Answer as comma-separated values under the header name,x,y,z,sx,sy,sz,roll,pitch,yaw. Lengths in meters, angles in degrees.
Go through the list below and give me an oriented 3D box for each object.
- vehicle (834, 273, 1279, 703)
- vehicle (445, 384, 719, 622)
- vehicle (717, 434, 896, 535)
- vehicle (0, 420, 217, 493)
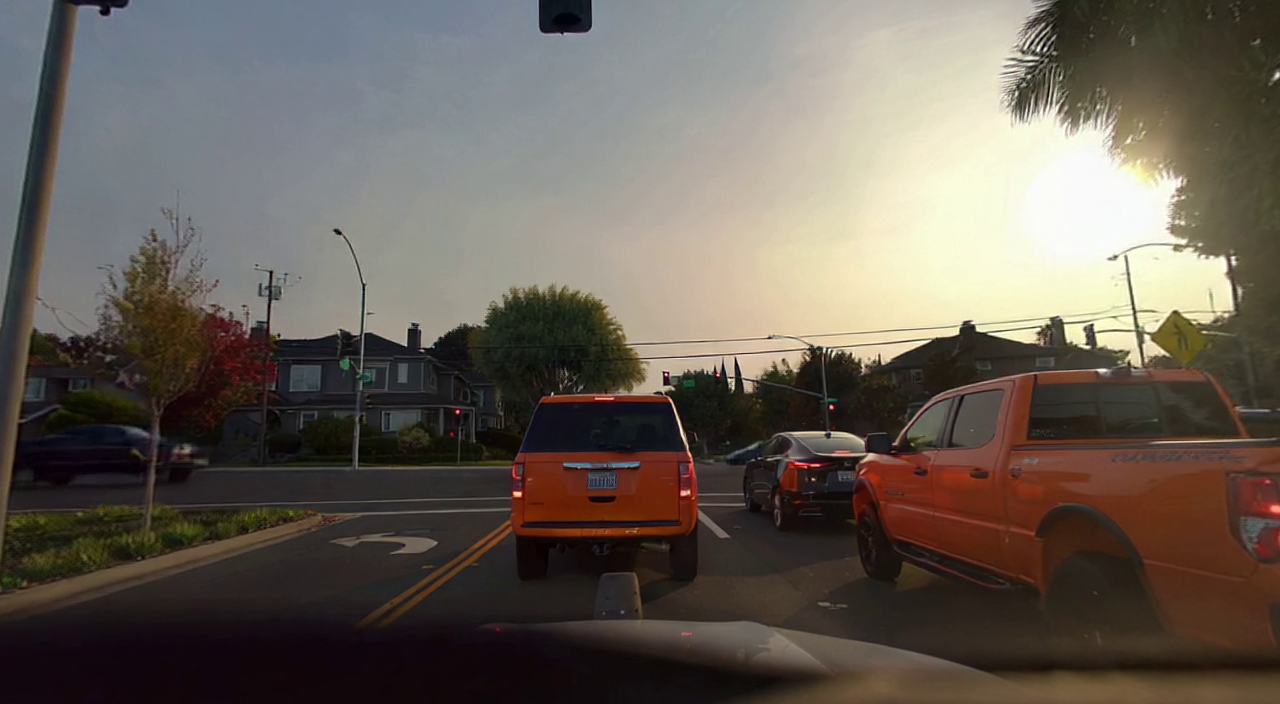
name,x,y,z,sx,sy,sz,roll,pitch,yaw
vehicle,2.977,0.954,3.901,1.886,1.849,5.070,0,-8,-1
vehicle,-0.292,1.403,6.670,1.915,1.780,3.379,-2,-8,12
vehicle,2.717,2.270,11.531,1.952,1.465,4.421,0,-8,-2
vehicle,-18.398,3.497,21.313,6.403,2.287,2.039,1,-8,-9
